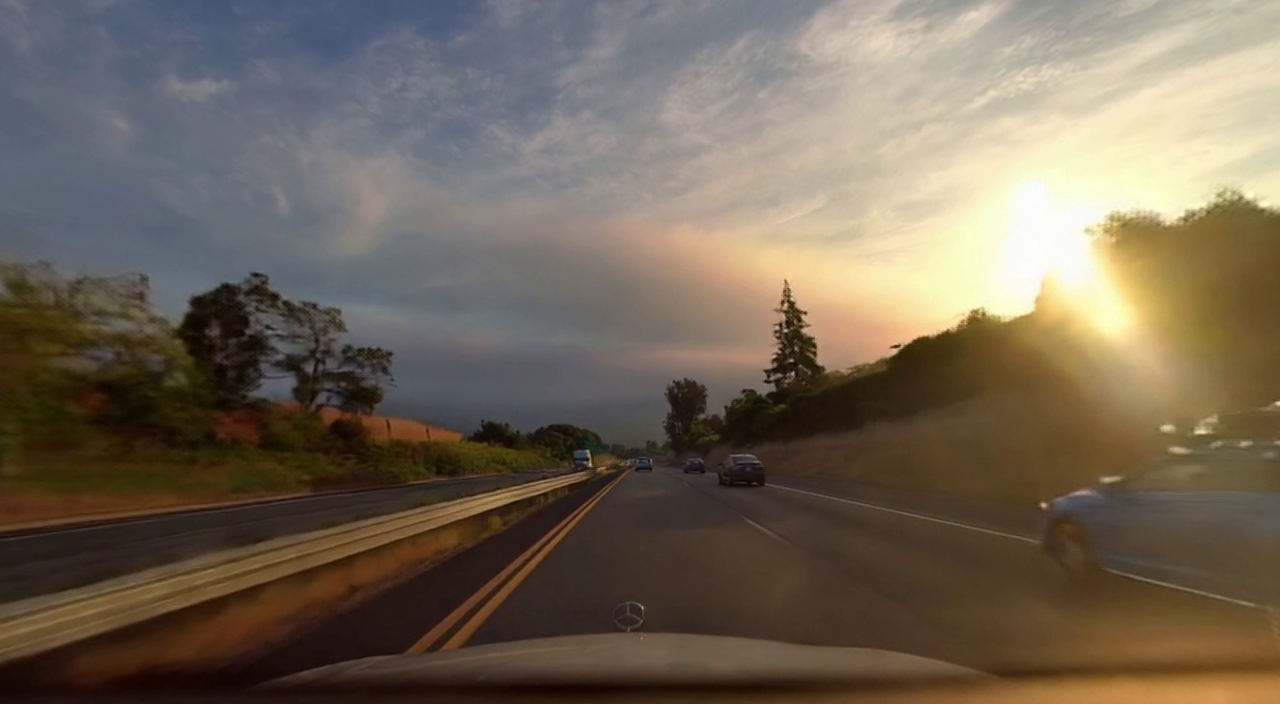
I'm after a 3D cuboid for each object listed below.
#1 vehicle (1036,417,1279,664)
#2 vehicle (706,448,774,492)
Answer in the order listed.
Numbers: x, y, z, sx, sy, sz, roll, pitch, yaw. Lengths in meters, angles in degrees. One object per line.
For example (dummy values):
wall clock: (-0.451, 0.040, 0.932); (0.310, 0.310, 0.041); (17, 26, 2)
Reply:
vehicle: (4.961, 1.242, 4.390); (1.964, 1.513, 3.707); (0, -9, 0)
vehicle: (4.109, 4.931, 26.683); (2.122, 1.662, 4.392); (0, -9, 0)
